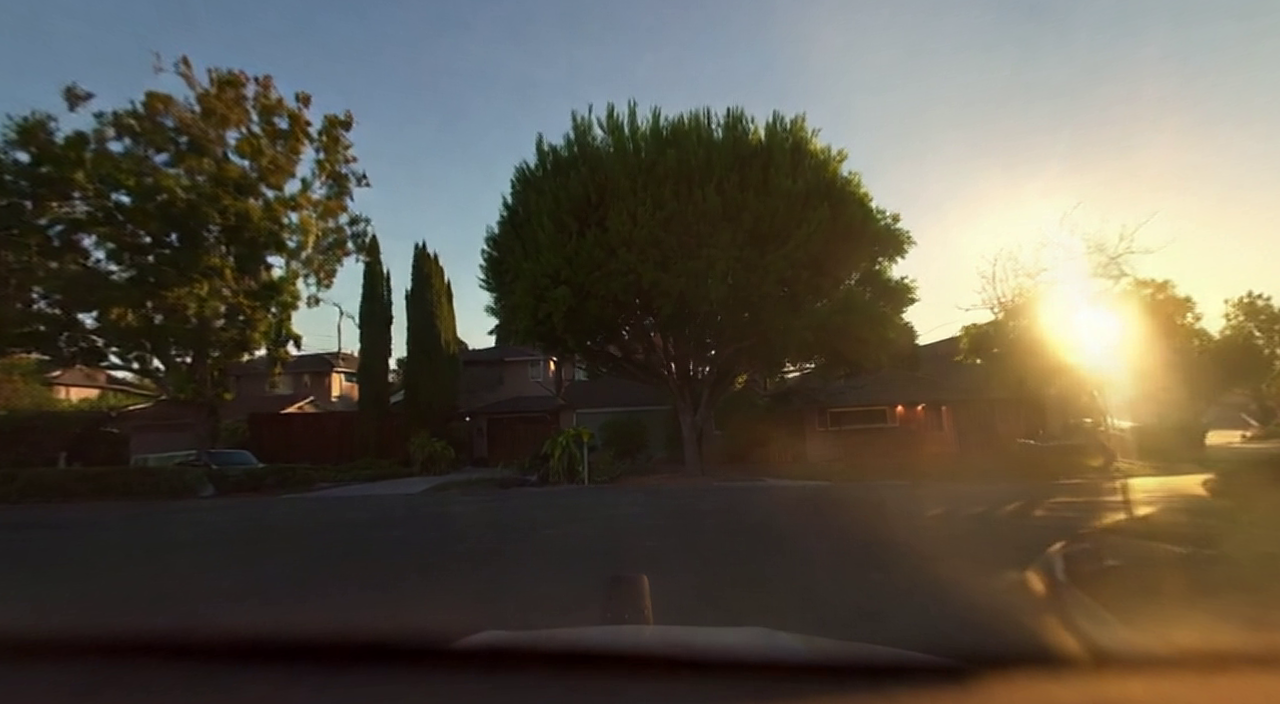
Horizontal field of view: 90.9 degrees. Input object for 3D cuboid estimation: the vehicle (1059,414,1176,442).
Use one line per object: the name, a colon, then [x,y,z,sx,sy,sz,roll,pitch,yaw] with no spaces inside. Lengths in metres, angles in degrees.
vehicle: [27.296,4.341,36.159,5.089,1.517,1.791,0,-7,4]
